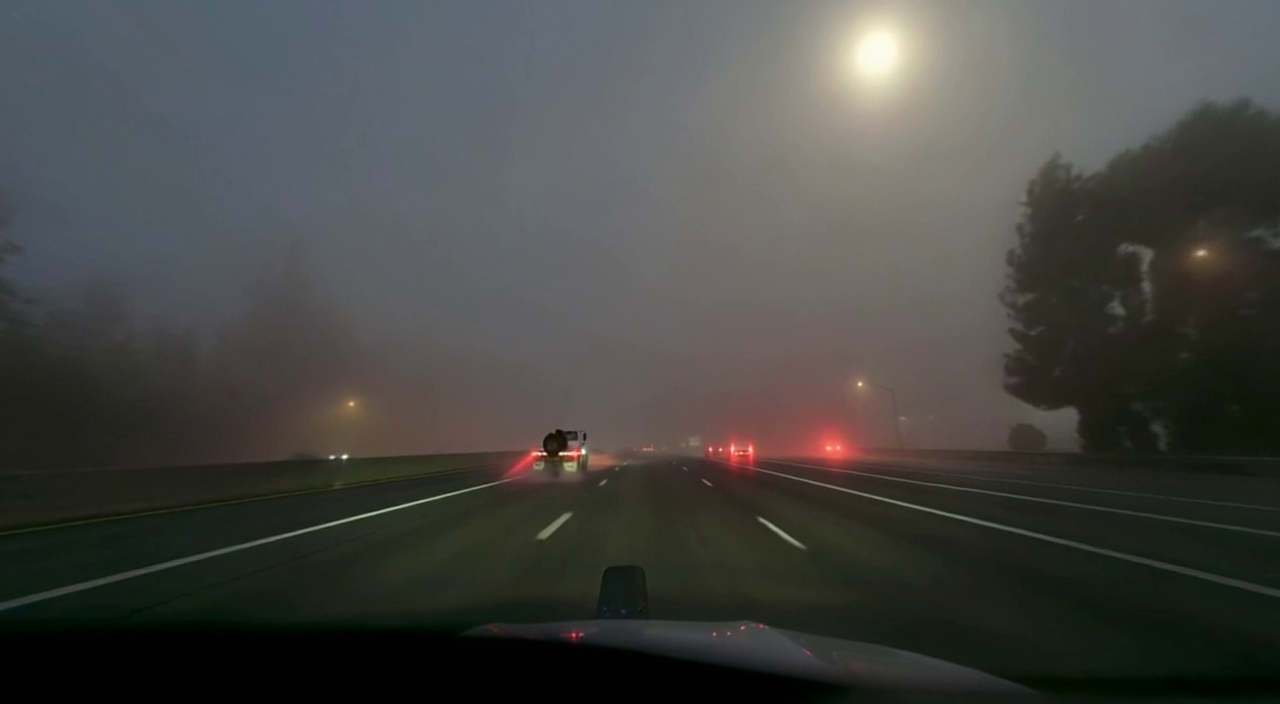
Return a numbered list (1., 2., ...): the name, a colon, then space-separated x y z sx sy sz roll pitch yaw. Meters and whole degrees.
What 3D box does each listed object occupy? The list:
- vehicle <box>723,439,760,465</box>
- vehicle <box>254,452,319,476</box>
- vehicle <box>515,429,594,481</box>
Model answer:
1. vehicle: 7.226 7.170 45.263 2.063 1.706 4.259 0 -8 1
2. vehicle: -24.906 7.854 44.573 1.854 1.553 4.565 0 -8 1
3. vehicle: -3.434 4.318 26.681 2.453 1.952 5.320 0 -8 2
